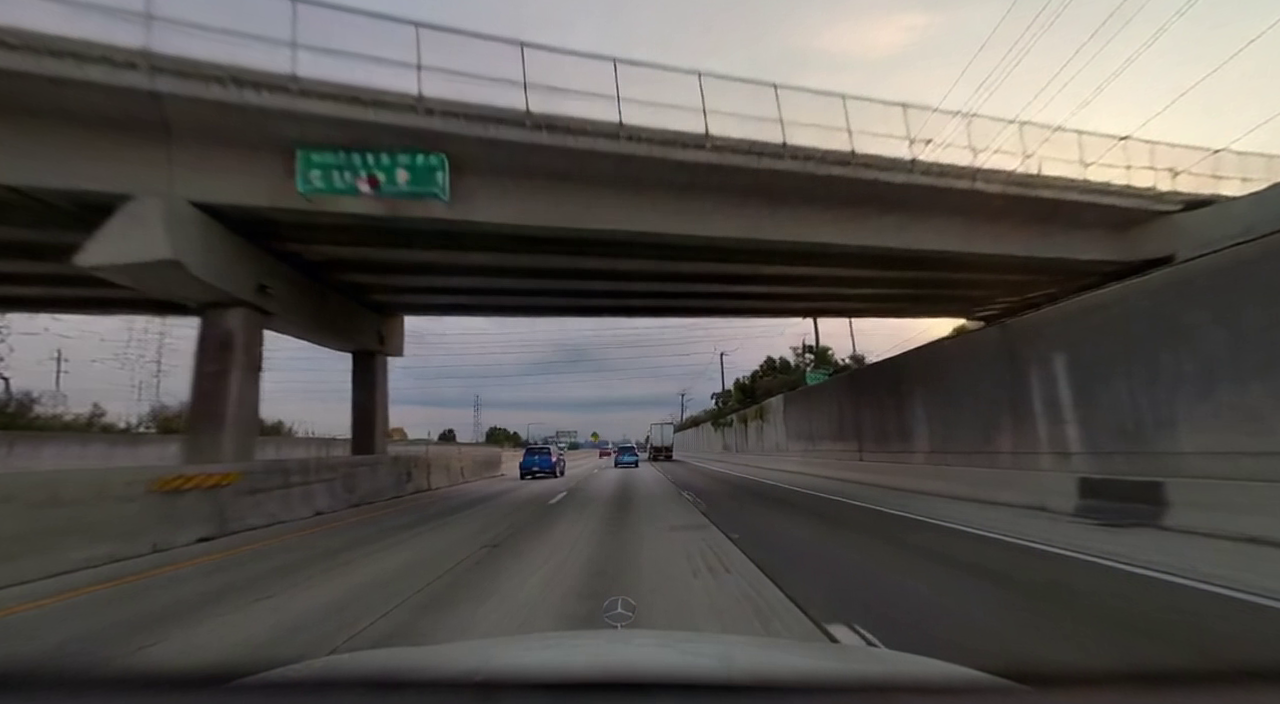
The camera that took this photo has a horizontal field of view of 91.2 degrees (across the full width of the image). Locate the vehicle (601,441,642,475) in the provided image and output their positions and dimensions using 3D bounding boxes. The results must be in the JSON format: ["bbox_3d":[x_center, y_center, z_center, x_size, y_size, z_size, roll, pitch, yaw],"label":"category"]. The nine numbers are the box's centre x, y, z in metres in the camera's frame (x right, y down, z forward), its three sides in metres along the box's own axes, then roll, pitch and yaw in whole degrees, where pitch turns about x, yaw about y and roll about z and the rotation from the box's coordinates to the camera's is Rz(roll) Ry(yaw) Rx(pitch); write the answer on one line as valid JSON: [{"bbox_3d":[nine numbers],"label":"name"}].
[{"bbox_3d":[-0.912,5.465,32.376,2.004,1.615,4.113,0,-9,0],"label":"vehicle"}]

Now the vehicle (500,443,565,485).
[{"bbox_3d":[-4.276,4.516,25.530,1.987,1.548,3.981,0,-9,-1],"label":"vehicle"}]
